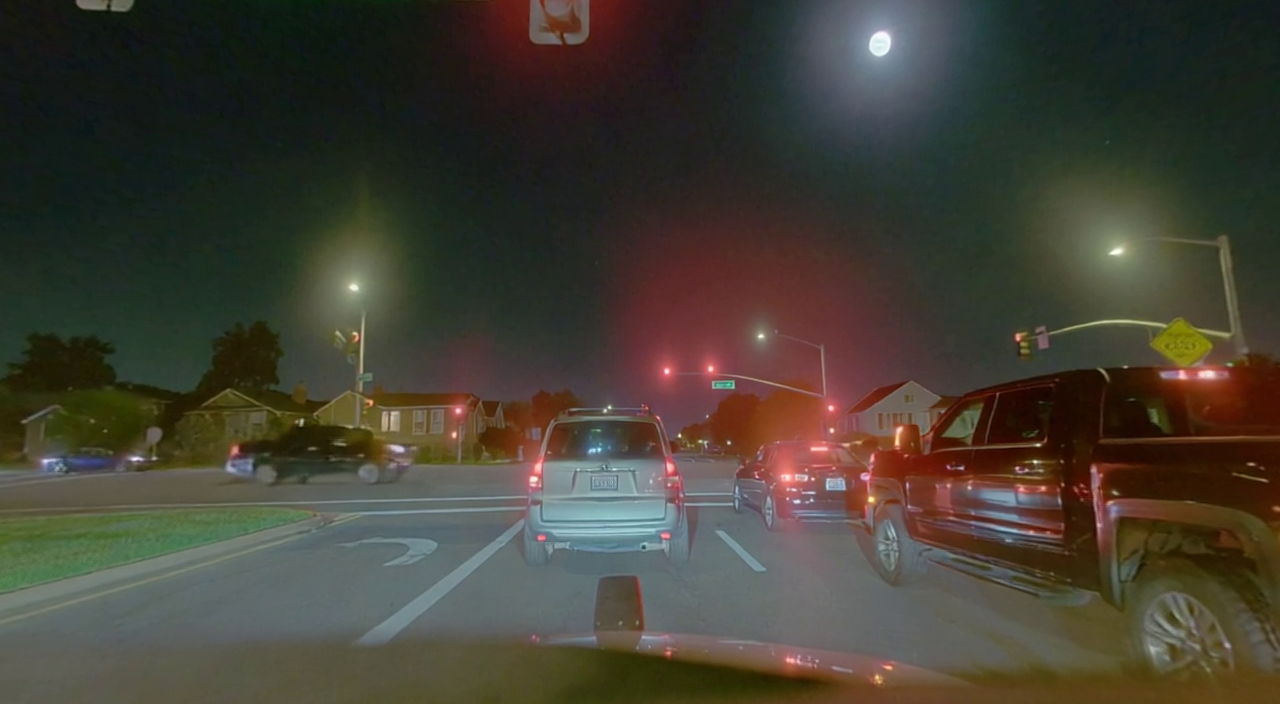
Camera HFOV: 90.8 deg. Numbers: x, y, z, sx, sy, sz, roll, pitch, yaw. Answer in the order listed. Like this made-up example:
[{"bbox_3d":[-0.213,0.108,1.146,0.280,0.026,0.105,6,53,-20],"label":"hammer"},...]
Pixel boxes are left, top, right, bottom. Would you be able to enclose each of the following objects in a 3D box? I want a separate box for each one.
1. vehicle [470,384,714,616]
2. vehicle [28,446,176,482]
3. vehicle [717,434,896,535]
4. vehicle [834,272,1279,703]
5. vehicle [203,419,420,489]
[{"bbox_3d":[-0.256,1.394,6.700,1.915,1.780,3.379,-1,-8,4],"label":"vehicle"},{"bbox_3d":[-22.925,4.769,27.085,4.533,1.350,1.714,0,-7,-8],"label":"vehicle"},{"bbox_3d":[2.710,2.266,11.524,1.952,1.465,4.421,0,-8,-2],"label":"vehicle"},{"bbox_3d":[2.973,0.948,3.895,1.886,1.849,5.070,0,-8,-1],"label":"vehicle"},{"bbox_3d":[-11.385,3.580,22.457,6.403,2.287,2.039,1,-8,-10],"label":"vehicle"}]
